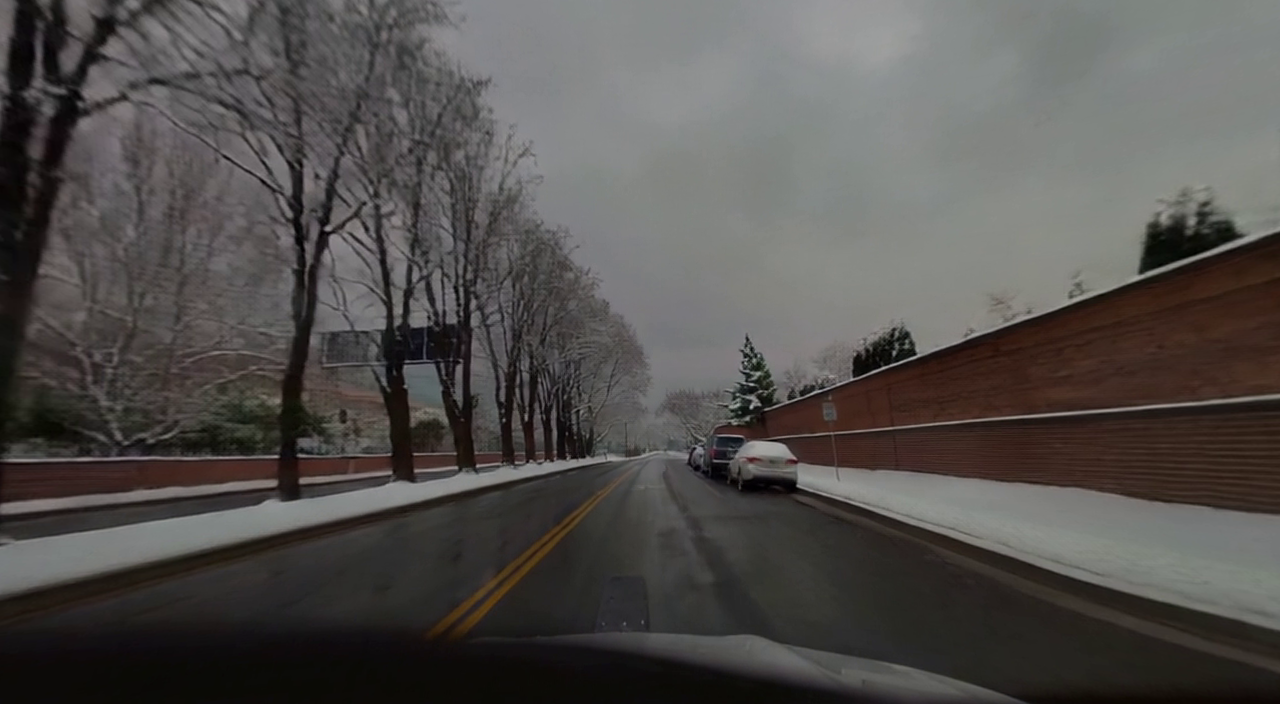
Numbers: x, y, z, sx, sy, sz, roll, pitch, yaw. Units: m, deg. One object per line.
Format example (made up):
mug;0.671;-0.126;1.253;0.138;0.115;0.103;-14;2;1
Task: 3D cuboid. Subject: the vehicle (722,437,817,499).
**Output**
vehicle;3.918;3.553;20.011;2.048;1.596;5.543;2;-8;2
